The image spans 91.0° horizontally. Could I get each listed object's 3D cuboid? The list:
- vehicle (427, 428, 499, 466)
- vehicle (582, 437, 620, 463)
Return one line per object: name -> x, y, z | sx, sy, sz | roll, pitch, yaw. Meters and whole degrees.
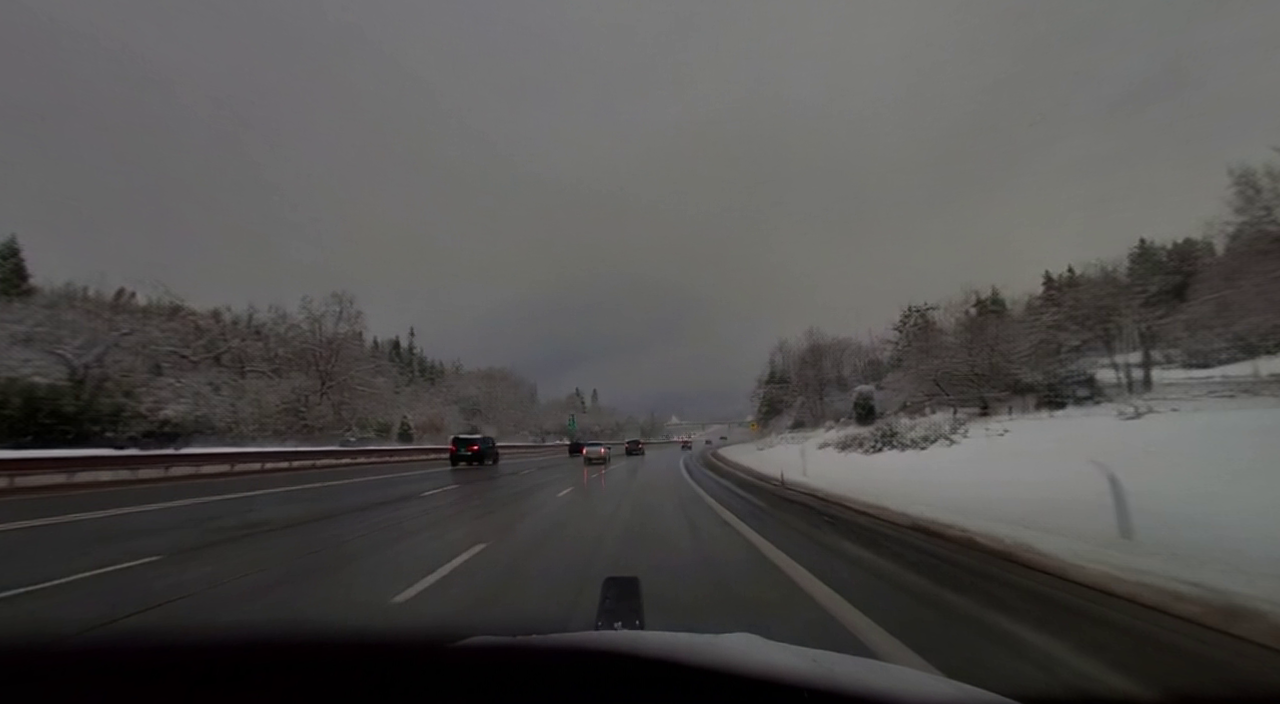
vehicle -> -10.050, 5.483, 36.332 | 2.264, 1.980, 5.574 | 0, -9, 3
vehicle -> -2.562, 6.627, 42.600 | 2.035, 1.673, 4.469 | 0, -9, 4
